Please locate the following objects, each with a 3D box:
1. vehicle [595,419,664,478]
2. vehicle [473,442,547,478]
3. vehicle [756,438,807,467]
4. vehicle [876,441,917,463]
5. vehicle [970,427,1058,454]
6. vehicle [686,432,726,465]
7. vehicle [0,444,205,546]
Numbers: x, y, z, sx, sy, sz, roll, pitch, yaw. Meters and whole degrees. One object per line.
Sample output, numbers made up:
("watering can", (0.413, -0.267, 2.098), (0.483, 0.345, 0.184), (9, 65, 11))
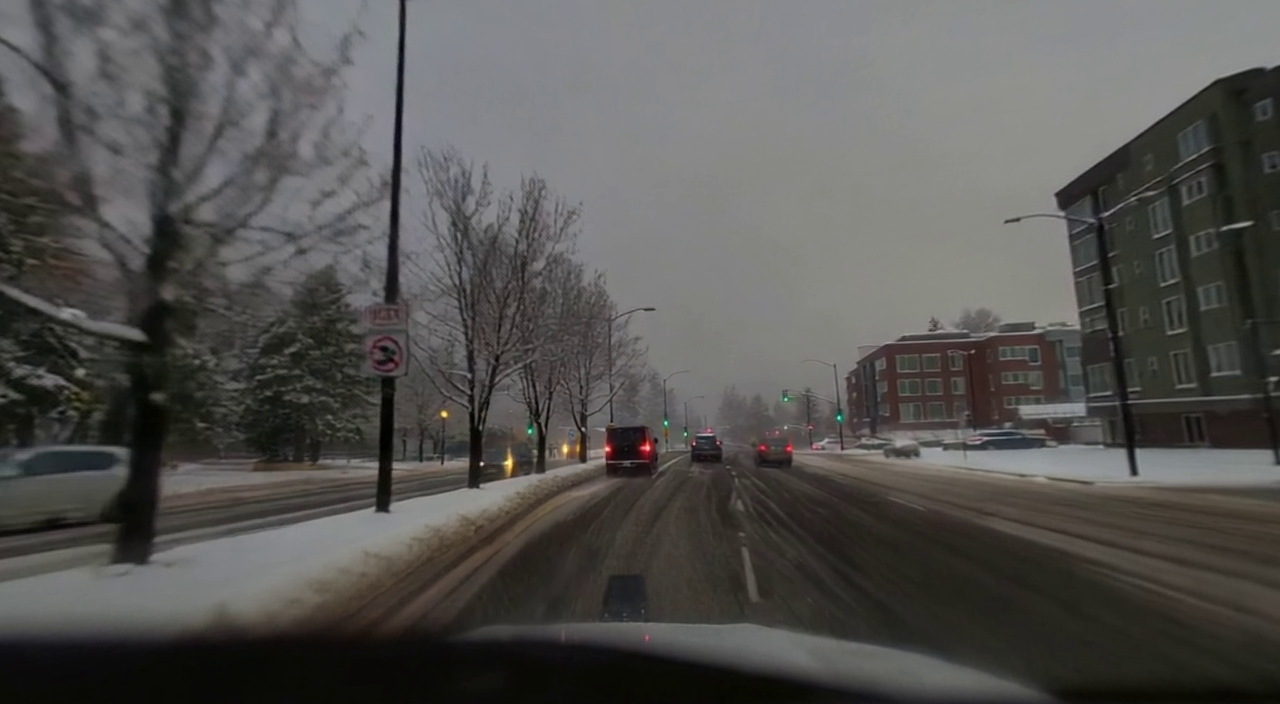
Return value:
("vehicle", (-0.292, 3.877, 25.474), (2.396, 2.143, 4.824), (-1, -8, 4))
("vehicle", (-5.645, 4.716, 27.938), (1.955, 1.460, 4.434), (-1, -8, 5))
("vehicle", (7.706, 5.511, 34.712), (2.075, 1.486, 4.316), (-1, -8, 4))
("vehicle", (18.534, 7.215, 45.669), (1.706, 1.474, 3.761), (-1, -8, 6))
("vehicle", (27.730, 6.588, 46.949), (5.050, 1.756, 2.206), (-3, -9, 8))
("vehicle", (4.021, 5.837, 38.310), (2.222, 1.841, 4.031), (-1, -8, 6))
("vehicle", (-10.401, 2.395, 11.134), (1.965, 1.486, 4.494), (-1, -8, 5))
